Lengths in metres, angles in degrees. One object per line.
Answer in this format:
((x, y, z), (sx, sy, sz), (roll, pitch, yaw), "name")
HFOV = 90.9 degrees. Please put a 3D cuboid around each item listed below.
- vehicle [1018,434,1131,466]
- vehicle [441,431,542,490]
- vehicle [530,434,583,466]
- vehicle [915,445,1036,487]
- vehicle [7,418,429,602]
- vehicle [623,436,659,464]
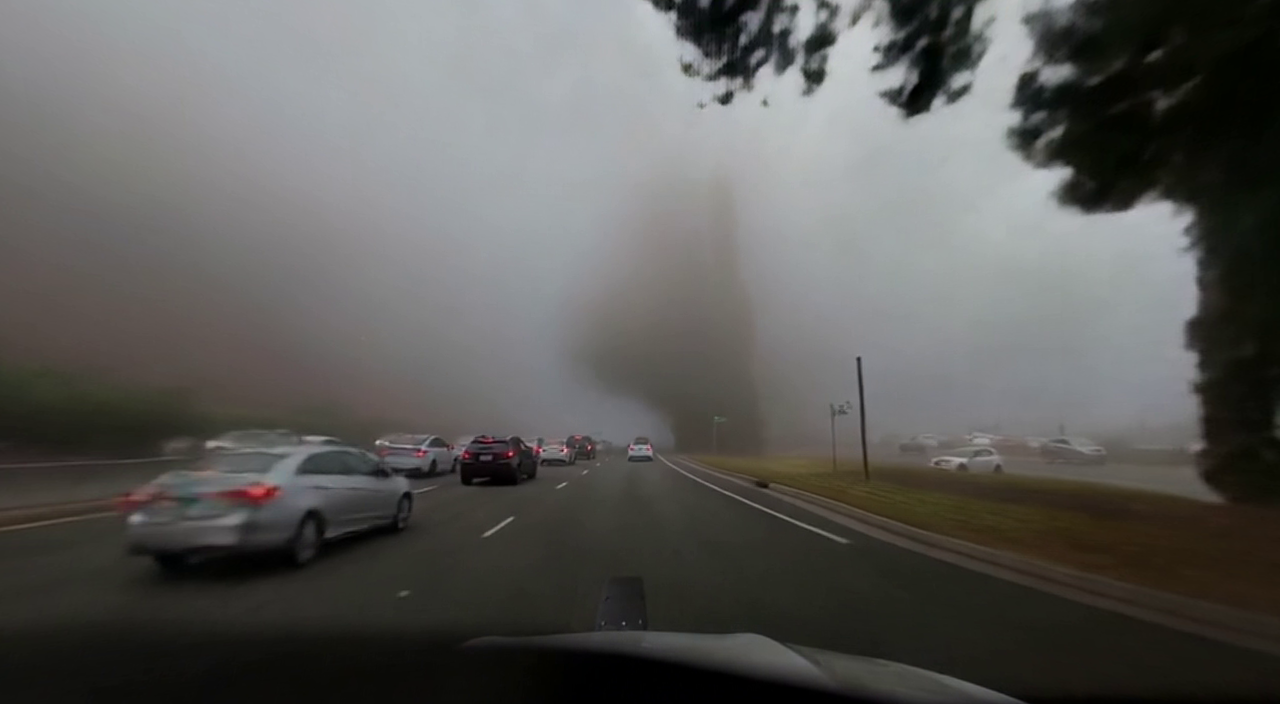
((28.130, 6.348, 40.931), (5.741, 1.952, 2.128), (0, -8, -2), "vehicle")
((-4.213, 3.130, 18.638), (1.871, 1.502, 4.240), (-1, -8, 1), "vehicle")
((-4.150, 4.926, 31.931), (1.975, 1.447, 4.356), (-1, -8, 2), "vehicle")
((14.841, 5.038, 28.073), (4.265, 1.693, 1.902), (0, -8, -1), "vehicle")
((-4.260, 1.624, 7.521), (1.904, 1.496, 4.481), (-1, -8, 1), "vehicle")
((0.040, 5.442, 35.280), (1.875, 1.453, 3.888), (-1, -8, 0), "vehicle")
